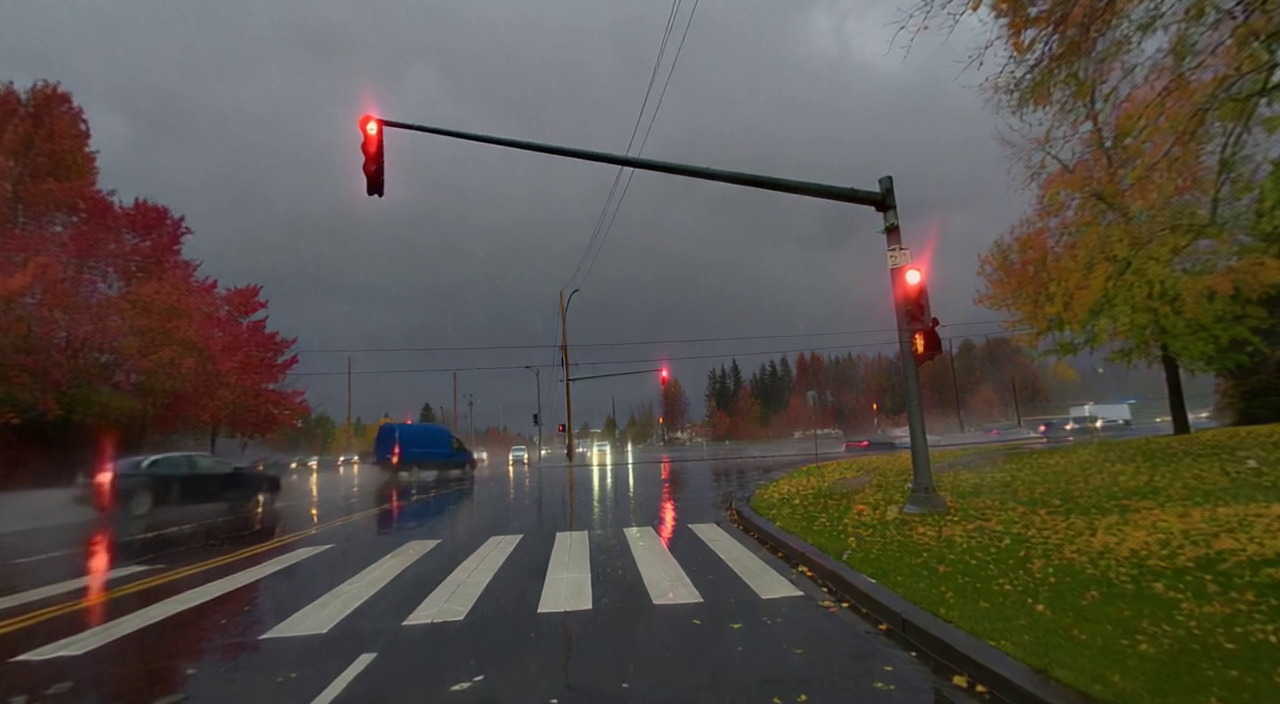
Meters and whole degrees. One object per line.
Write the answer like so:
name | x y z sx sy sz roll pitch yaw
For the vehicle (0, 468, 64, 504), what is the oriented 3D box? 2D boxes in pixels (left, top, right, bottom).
vehicle | -30.339 6.449 30.348 1.800 1.520 3.968 2 -9 -14

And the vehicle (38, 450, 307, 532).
vehicle | -10.932 3.168 15.028 1.915 1.586 4.734 -7 -11 39

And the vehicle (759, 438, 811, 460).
vehicle | 11.481 7.640 49.354 1.979 1.659 4.907 -8 -11 39

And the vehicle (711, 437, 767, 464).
vehicle | 6.964 6.897 43.955 1.867 1.743 4.259 -8 -11 40
